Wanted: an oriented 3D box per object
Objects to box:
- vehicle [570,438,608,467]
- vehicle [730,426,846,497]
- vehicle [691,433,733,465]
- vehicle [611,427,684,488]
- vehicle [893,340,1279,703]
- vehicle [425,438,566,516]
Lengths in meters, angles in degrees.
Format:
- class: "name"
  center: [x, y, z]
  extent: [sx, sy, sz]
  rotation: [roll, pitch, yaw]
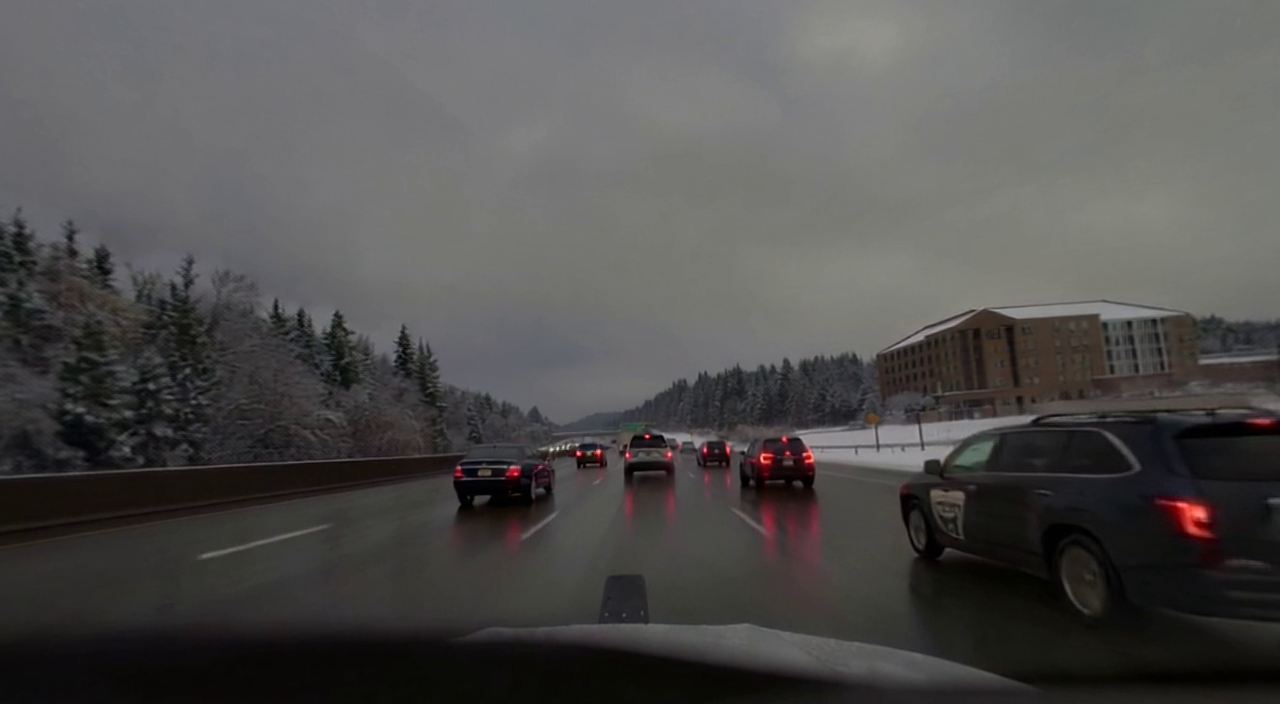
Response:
- class: "vehicle"
  center: [-3.225, 6.431, 40.520]
  extent: [1.951, 1.694, 4.188]
  rotation: [-1, -8, 2]
- class: "vehicle"
  center: [3.860, 2.951, 17.337]
  extent: [2.094, 1.676, 4.309]
  rotation: [0, -8, 0]
- class: "vehicle"
  center: [4.293, 5.889, 38.302]
  extent: [2.039, 1.832, 3.989]
  rotation: [0, -8, 0]
- class: "vehicle"
  center: [0.235, 3.490, 21.185]
  extent: [2.153, 1.805, 4.631]
  rotation: [-1, -8, 0]
- class: "vehicle"
  center: [3.889, 1.087, 4.713]
  extent: [2.156, 1.701, 4.494]
  rotation: [-1, -8, 1]
- class: "vehicle"
  center: [-3.048, 2.750, 14.523]
  extent: [1.965, 1.443, 4.968]
  rotation: [-1, -8, 1]
